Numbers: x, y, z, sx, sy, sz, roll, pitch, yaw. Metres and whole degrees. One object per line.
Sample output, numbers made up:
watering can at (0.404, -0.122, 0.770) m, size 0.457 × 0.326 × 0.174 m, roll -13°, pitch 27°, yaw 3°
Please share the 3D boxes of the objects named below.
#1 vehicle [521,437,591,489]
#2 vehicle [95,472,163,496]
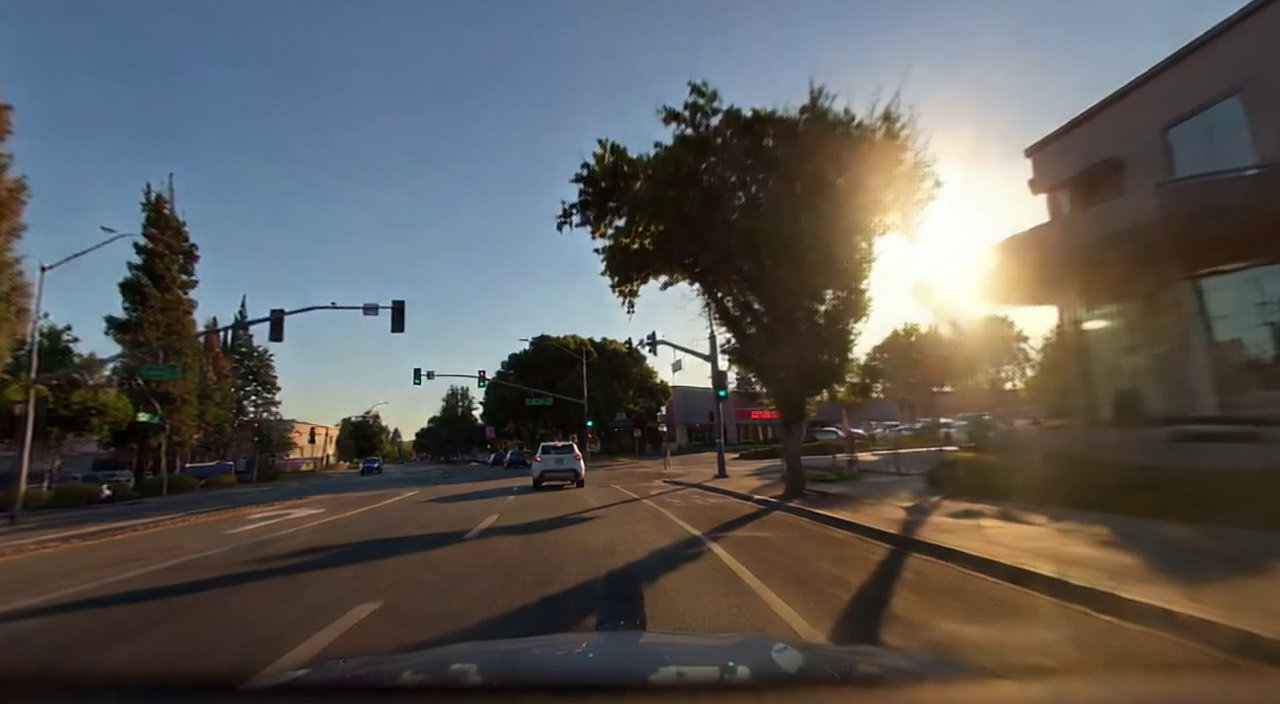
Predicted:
vehicle at (-3.199, 4.069, 23.417) m, size 2.227 × 1.733 × 3.930 m, roll 2°, pitch -9°, yaw -12°
vehicle at (-37.740, 9.763, 46.774) m, size 2.004 × 1.479 × 4.230 m, roll 2°, pitch -9°, yaw -10°
